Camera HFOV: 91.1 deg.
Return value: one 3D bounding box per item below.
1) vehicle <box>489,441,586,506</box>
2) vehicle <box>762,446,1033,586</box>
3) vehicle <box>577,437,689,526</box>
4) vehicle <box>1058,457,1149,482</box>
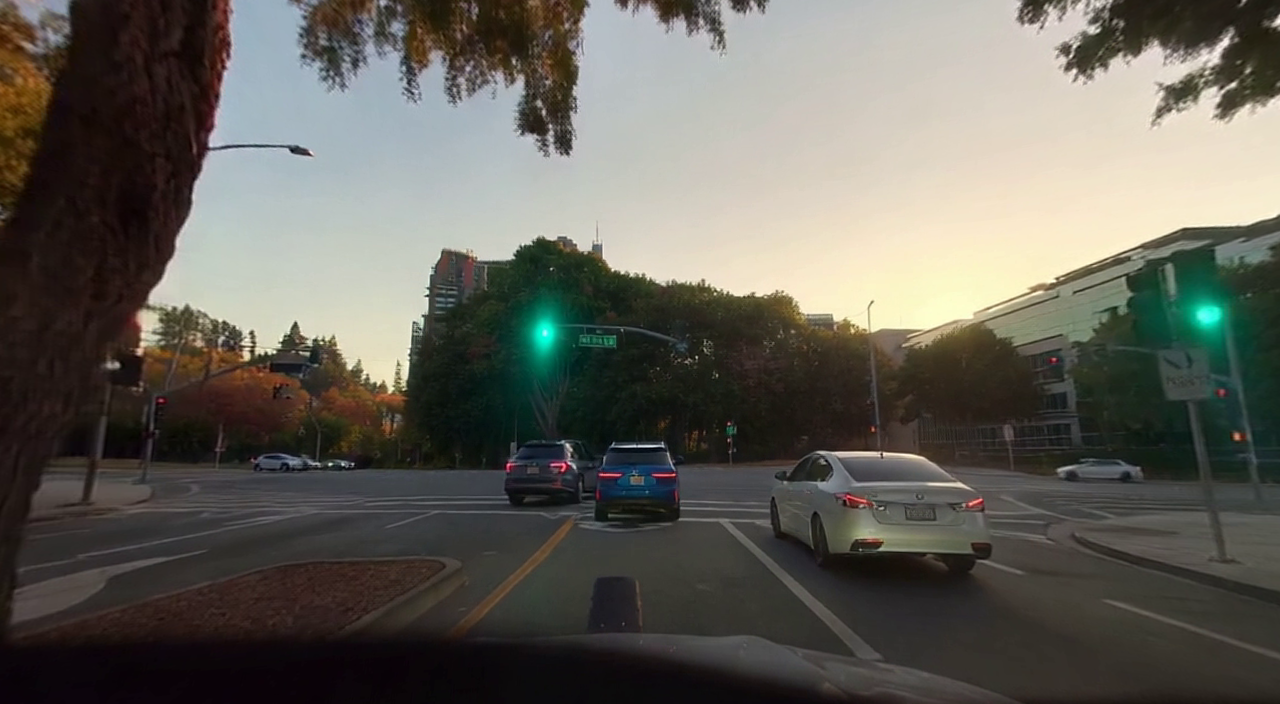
[{"bbox_3d":[-2.822,3.438,18.223,1.987,1.633,4.005,0,-9,3],"label":"vehicle"},{"bbox_3d":[3.183,2.091,9.012,2.056,1.468,4.520,0,-9,1],"label":"vehicle"},{"bbox_3d":[-0.103,2.775,14.069,2.108,1.654,4.235,0,-9,1],"label":"vehicle"},{"bbox_3d":[32.954,8.343,44.793,4.705,1.631,2.053,-2,-9,15],"label":"vehicle"}]
